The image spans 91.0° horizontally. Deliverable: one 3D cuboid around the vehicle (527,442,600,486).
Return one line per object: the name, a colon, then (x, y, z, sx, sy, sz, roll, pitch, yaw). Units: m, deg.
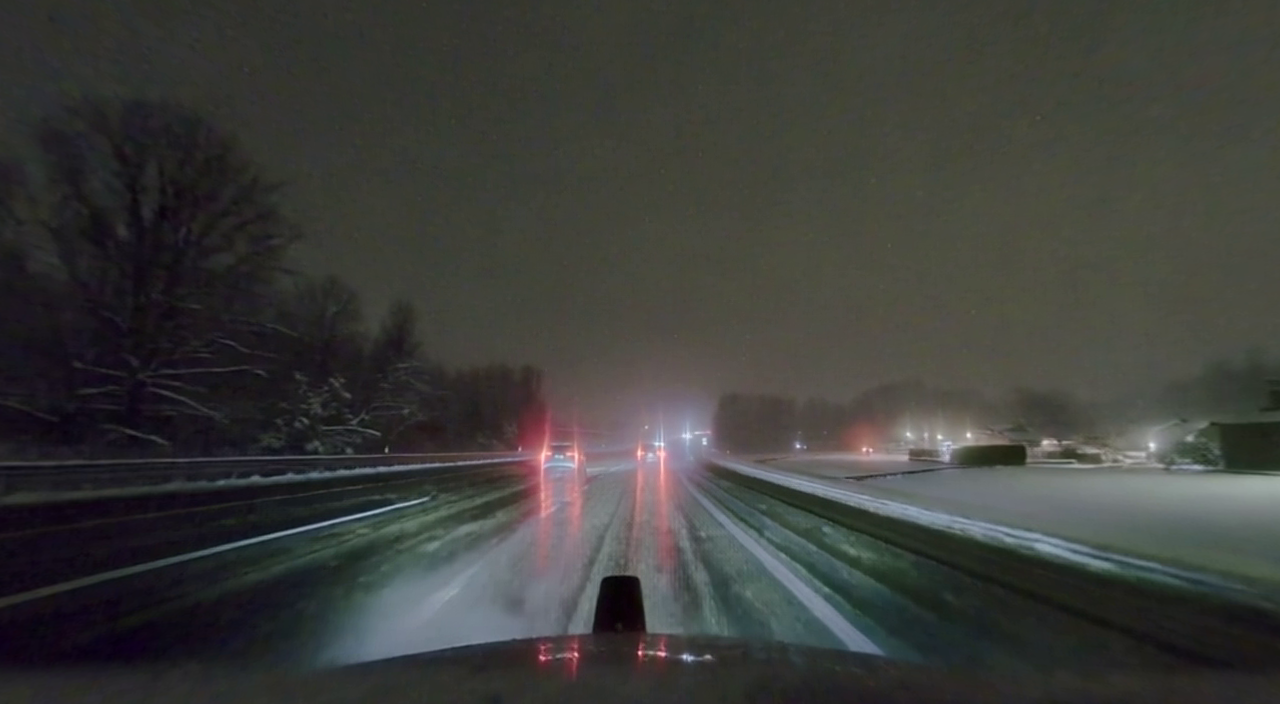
vehicle: (-2.851, 4.311, 24.517, 2.129, 1.563, 4.387, 0, -9, 2)

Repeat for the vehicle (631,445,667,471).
vehicle: (0.582, 6.637, 39.596, 2.129, 1.502, 4.321, 0, -9, 2)
